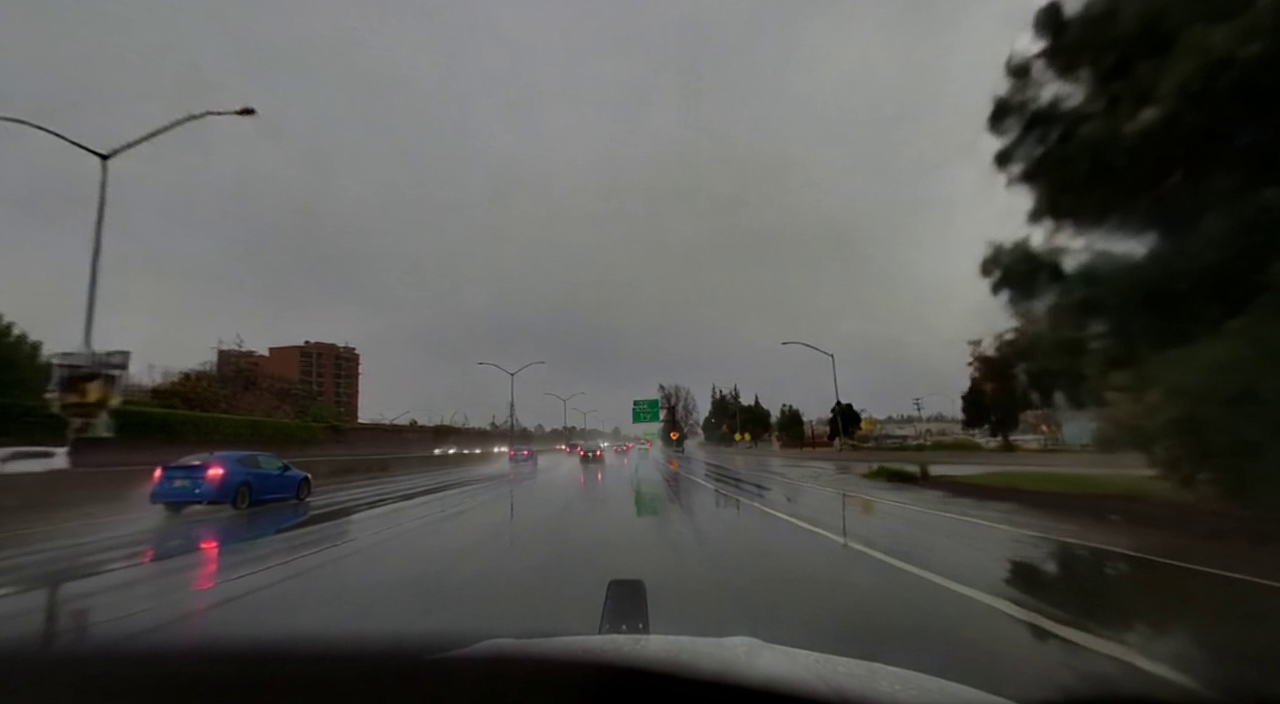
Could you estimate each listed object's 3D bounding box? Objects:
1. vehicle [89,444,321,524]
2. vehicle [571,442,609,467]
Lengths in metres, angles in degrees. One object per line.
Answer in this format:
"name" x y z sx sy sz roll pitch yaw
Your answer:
"vehicle" -9.894 2.981 14.985 2.002 1.526 4.822 -1 -8 1
"vehicle" -3.139 6.543 40.602 2.050 1.479 4.342 -1 -8 1
